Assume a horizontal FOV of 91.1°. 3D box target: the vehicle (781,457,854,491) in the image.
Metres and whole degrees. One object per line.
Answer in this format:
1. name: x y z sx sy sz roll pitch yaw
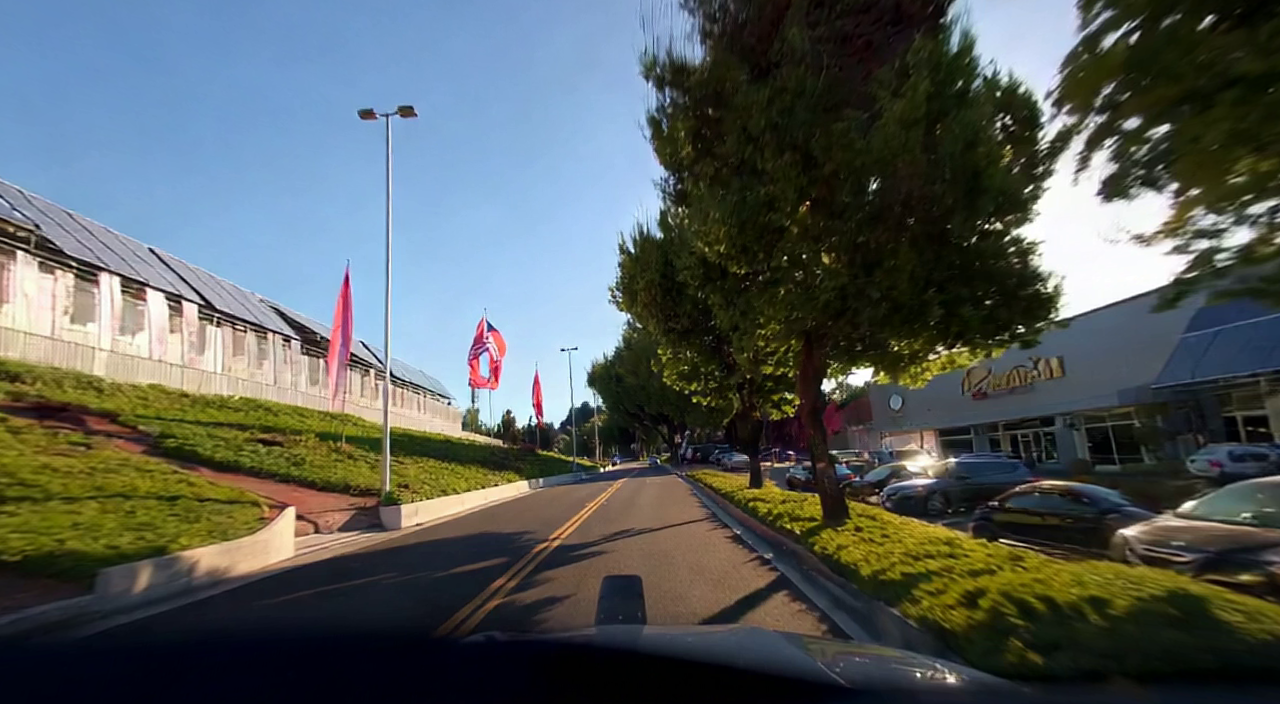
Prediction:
1. vehicle: 8.378 5.775 30.068 1.981 1.471 3.636 2 -9 -9

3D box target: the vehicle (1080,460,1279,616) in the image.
1. vehicle: 8.433 2.390 8.544 3.441 1.404 1.744 -7 -6 0

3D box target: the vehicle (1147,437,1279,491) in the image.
1. vehicle: 18.460 3.500 19.954 1.807 1.547 3.443 0 -9 1

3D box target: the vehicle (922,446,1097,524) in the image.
1. vehicle: 9.192 3.231 15.703 3.519 1.503 1.912 1 -6 -22
